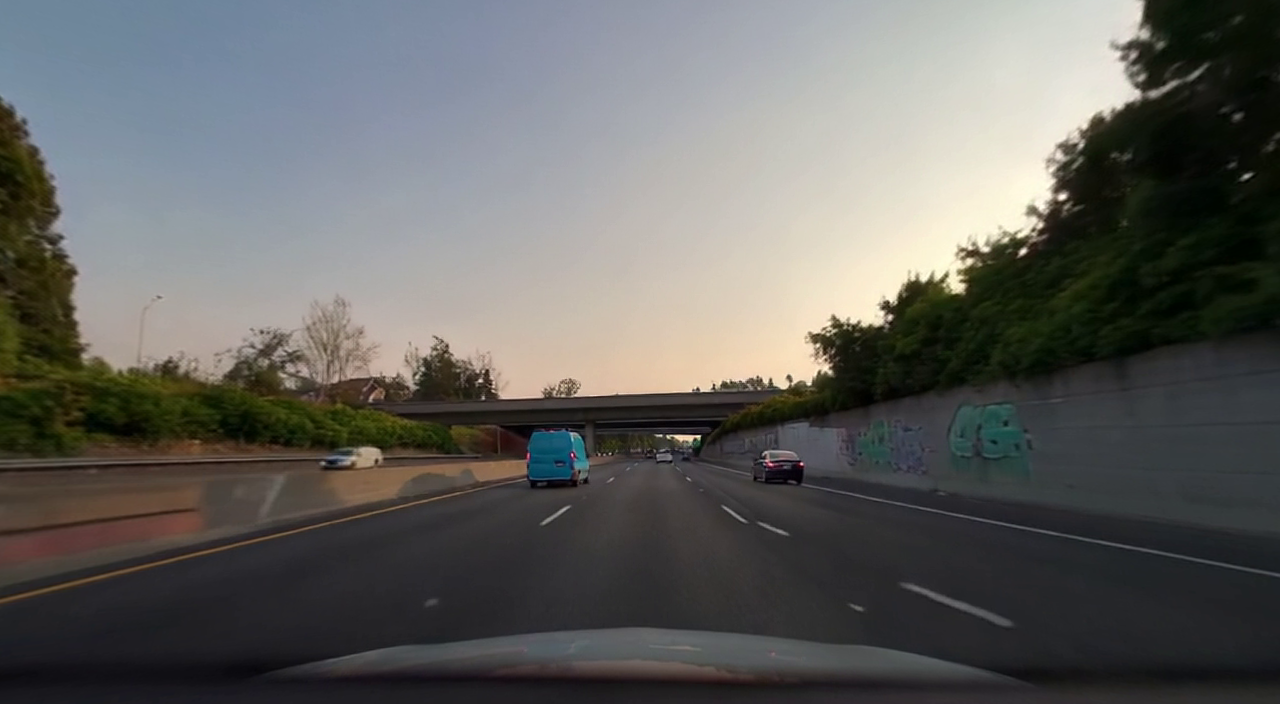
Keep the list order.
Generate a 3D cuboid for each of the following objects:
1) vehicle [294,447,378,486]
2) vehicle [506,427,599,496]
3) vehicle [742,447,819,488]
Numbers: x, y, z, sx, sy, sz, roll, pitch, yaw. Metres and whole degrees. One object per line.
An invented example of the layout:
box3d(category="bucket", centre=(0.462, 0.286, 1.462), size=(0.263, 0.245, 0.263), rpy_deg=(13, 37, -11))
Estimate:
box3d(category="vehicle", centre=(-16.609, 6.256, 34.788), size=(2.134, 1.981, 4.851), rpy_deg=(0, -9, 1))
box3d(category="vehicle", centre=(-2.743, 3.633, 21.260), size=(2.310, 2.030, 5.094), rpy_deg=(0, -9, 1))
box3d(category="vehicle", centre=(5.651, 4.663, 25.926), size=(1.972, 1.492, 4.623), rpy_deg=(0, -9, -2))
